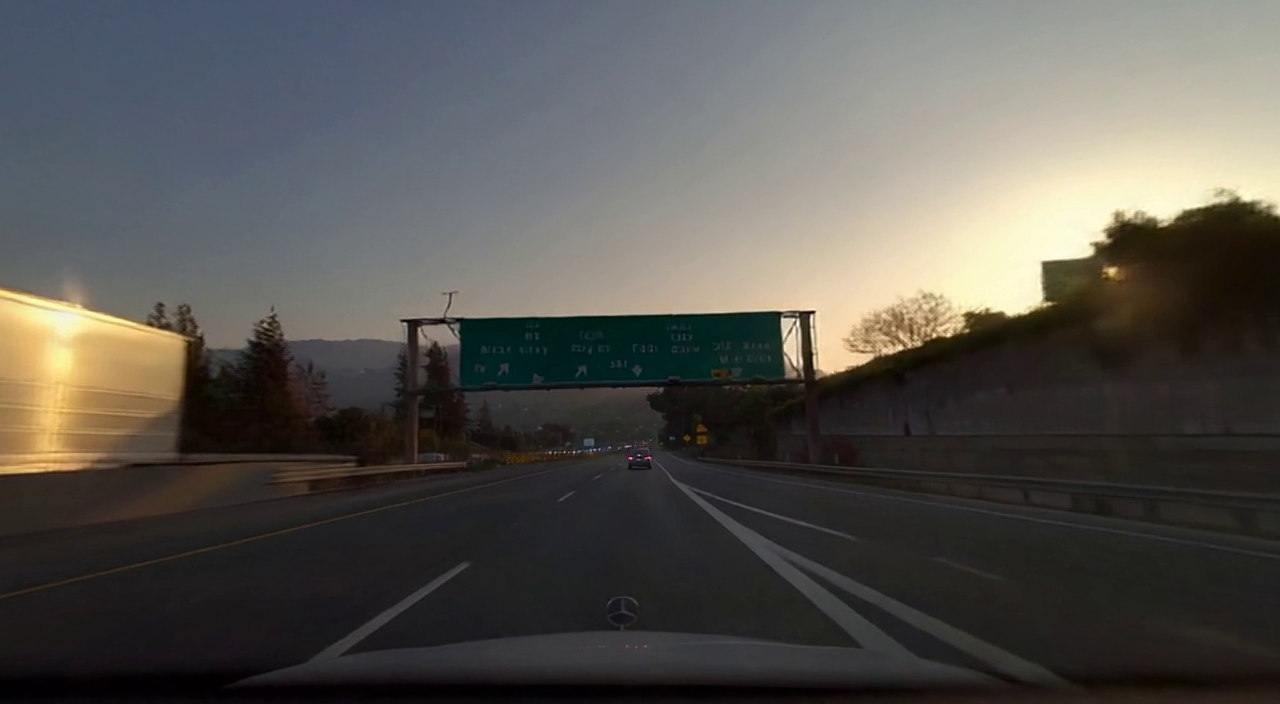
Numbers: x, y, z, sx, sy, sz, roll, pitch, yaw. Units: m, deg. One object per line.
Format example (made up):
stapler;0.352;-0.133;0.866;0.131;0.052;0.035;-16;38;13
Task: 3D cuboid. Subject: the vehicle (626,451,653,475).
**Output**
vehicle;-0.032;7.180;40.872;1.695;1.437;3.506;0;-9;0
